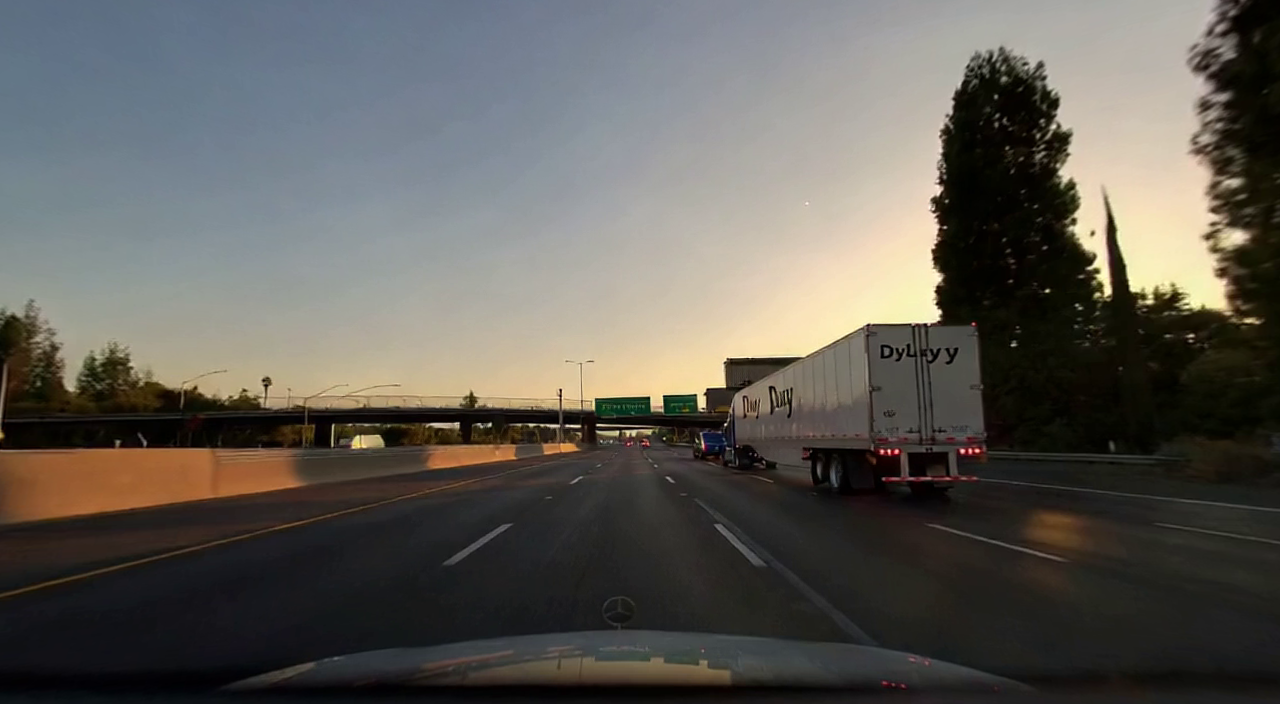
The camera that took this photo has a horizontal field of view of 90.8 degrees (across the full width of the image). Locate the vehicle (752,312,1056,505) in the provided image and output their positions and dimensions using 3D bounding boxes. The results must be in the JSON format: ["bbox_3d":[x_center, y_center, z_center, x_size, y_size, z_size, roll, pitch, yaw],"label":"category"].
[{"bbox_3d":[6.778,2.296,20.990,2.962,3.947,16.241,0,-8,-1],"label":"vehicle"}]
